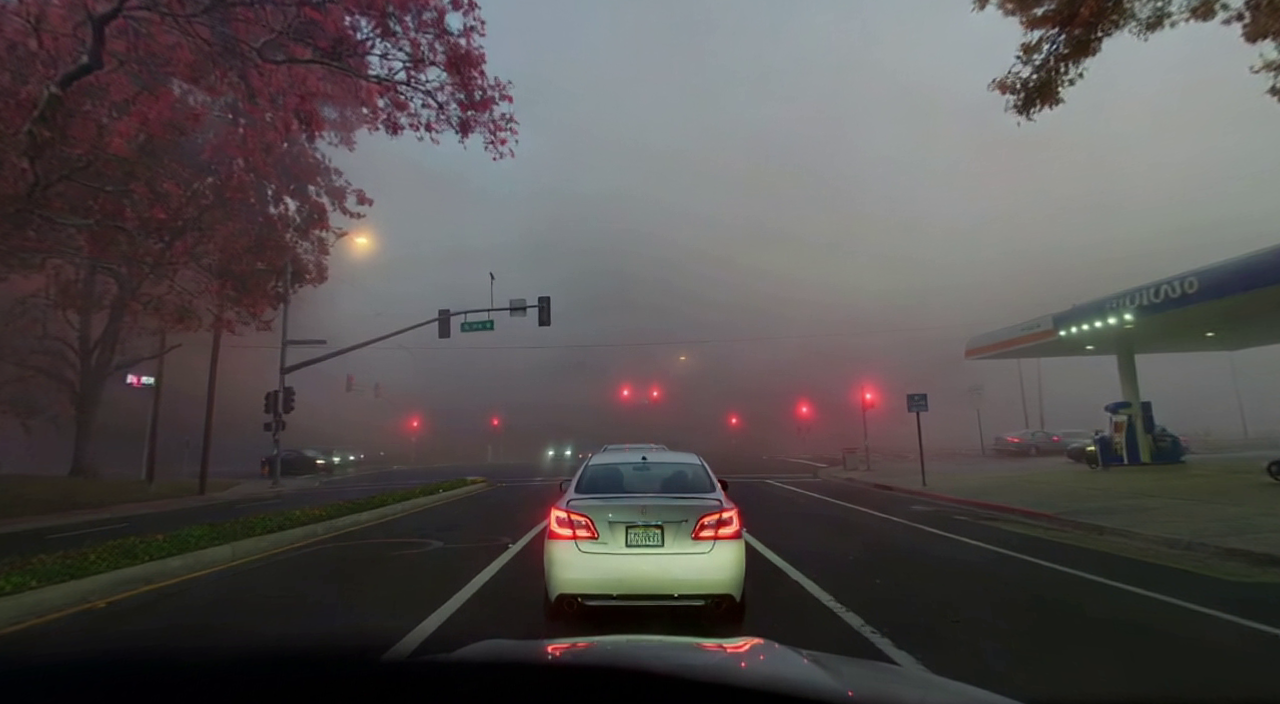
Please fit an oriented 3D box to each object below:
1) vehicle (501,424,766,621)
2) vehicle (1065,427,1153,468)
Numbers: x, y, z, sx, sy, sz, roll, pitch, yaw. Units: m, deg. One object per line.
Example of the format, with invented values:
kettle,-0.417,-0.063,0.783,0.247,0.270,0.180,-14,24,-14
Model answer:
vehicle,-0.047,1.604,6.905,2.010,1.482,4.057,0,-8,0
vehicle,18.592,3.762,24.919,4.091,1.495,2.053,8,-12,-44
